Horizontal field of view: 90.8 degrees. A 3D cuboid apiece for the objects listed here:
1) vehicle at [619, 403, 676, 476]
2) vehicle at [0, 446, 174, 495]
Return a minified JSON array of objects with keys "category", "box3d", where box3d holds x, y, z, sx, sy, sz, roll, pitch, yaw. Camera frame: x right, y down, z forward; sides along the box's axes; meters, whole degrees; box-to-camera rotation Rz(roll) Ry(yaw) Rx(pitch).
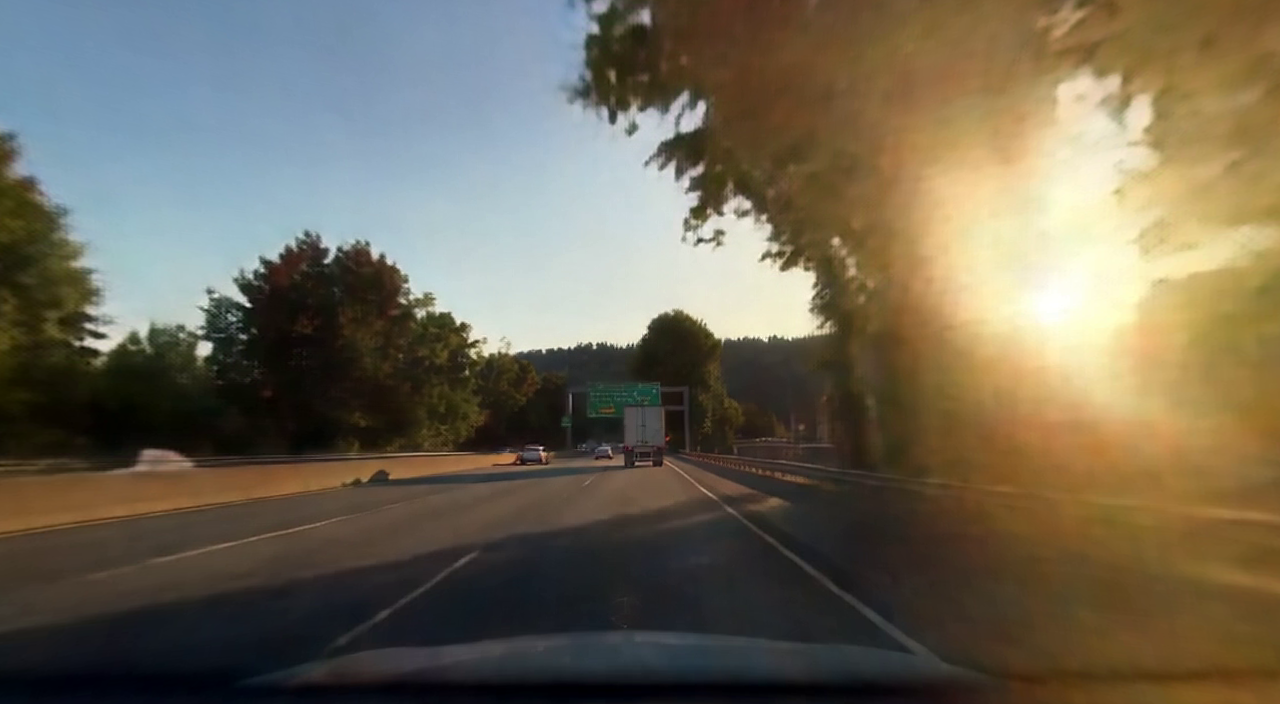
[{"category":"vehicle","box3d":[0.231,5.582,39.413,2.976,3.800,12.335,0,-9,-1]},{"category":"vehicle","box3d":[-18.685,4.010,21.658,1.851,1.475,4.593,0,-9,-1]}]
